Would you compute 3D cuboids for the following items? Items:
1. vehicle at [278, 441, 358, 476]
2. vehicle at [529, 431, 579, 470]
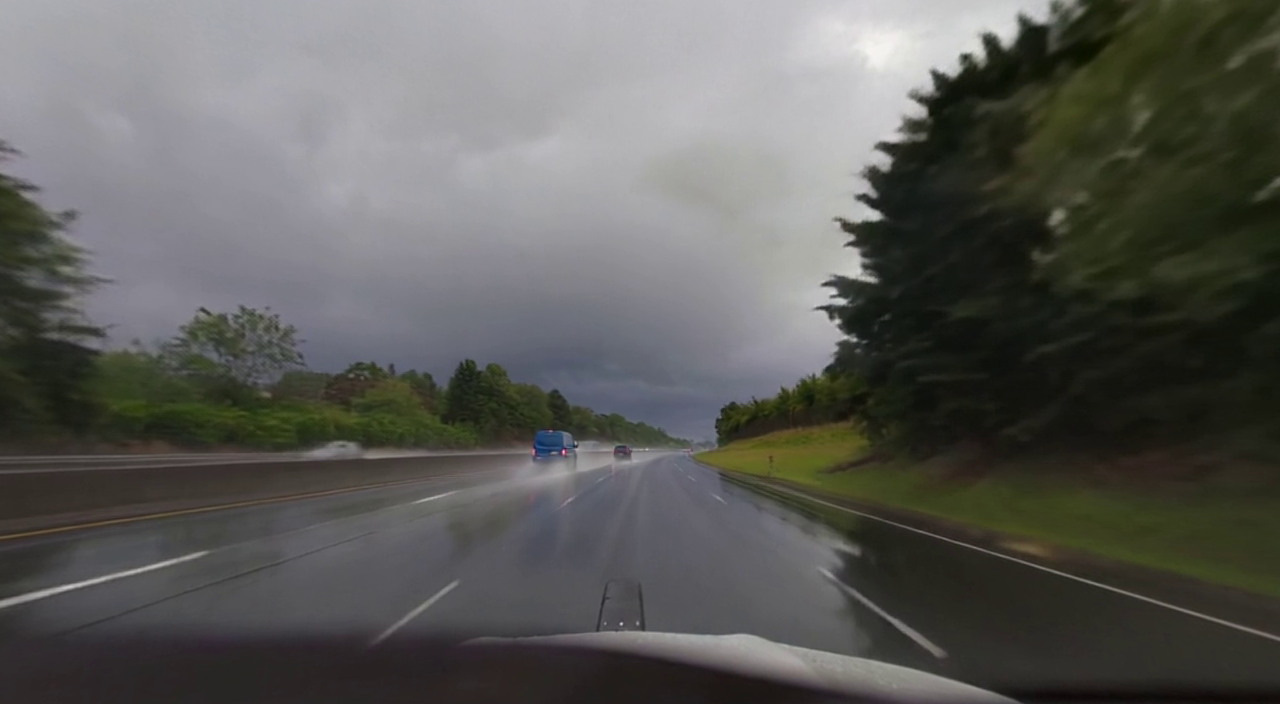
[{"bbox_3d":[-18.452,6.146,36.454,2.079,1.855,4.725,0,-9,1],"label":"vehicle"},{"bbox_3d":[-5.829,6.800,43.489,2.449,2.471,6.130,0,-9,1],"label":"vehicle"}]
